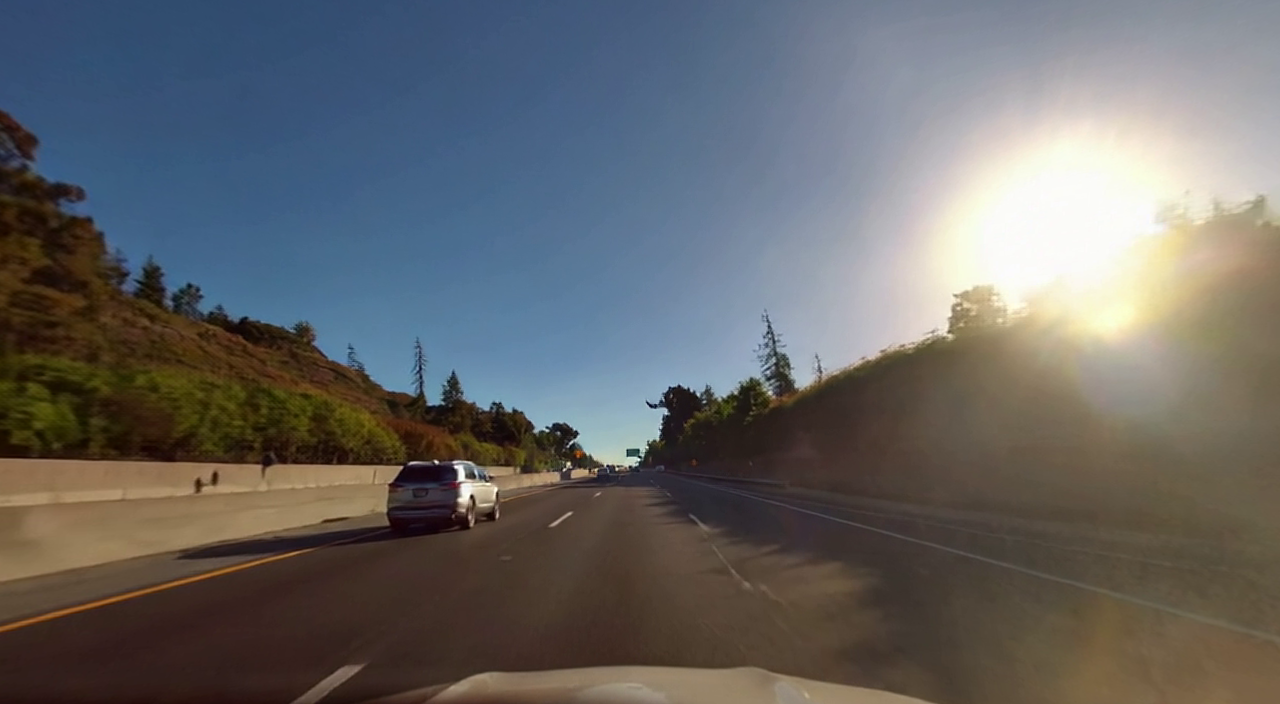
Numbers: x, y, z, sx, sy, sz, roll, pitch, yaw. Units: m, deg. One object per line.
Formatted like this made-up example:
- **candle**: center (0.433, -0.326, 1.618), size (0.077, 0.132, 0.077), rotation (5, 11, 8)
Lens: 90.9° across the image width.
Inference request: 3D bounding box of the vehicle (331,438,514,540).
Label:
- **vehicle**: center (-4.301, 2.849, 13.527), size (2.178, 1.736, 4.847), rotation (1, -10, 0)
